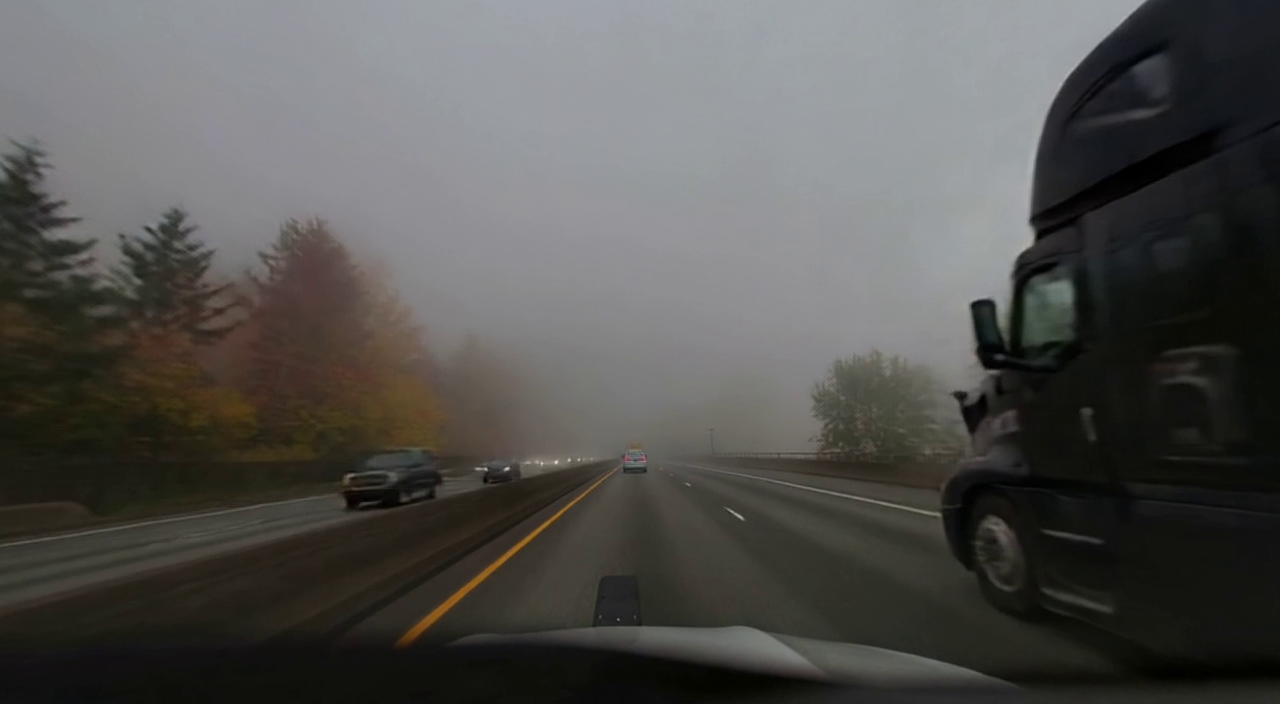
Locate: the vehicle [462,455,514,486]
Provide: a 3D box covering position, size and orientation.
[{"bbox_3d":[-9.001,7.029,37.442,1.991,1.650,4.391,-1,-9,0],"label":"vehicle"}]

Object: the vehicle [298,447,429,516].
[{"bbox_3d":[-9.060,4.250,21.147,2.221,2.006,4.849,-1,-9,-1],"label":"vehicle"}]

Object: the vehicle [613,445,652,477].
[{"bbox_3d":[-0.450,6.496,37.510,2.168,1.705,4.272,-1,-9,-1],"label":"vehicle"}]
